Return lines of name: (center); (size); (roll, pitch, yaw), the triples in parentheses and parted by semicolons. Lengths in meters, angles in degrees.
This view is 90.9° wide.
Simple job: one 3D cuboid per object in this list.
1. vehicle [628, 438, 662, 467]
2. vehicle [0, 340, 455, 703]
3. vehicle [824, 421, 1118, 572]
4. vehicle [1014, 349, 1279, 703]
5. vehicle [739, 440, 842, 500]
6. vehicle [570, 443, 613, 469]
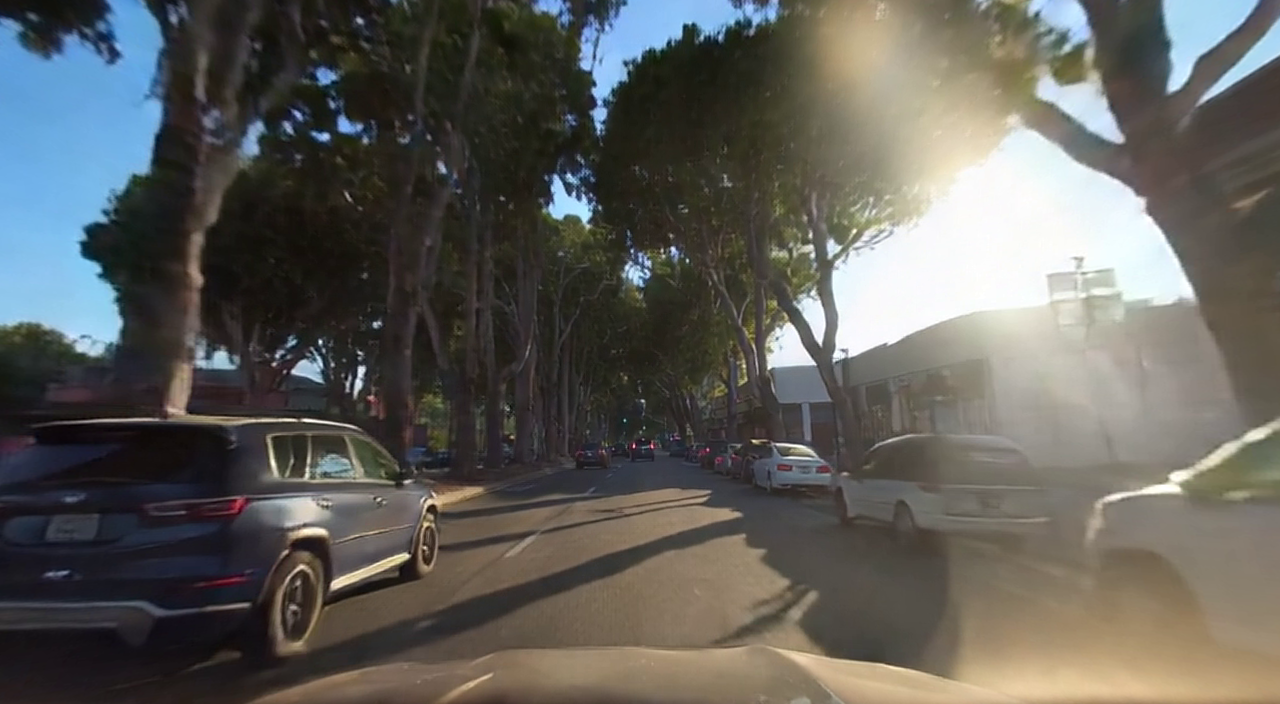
vehicle: (0.315, 6.528, 41.096); (2.075, 1.770, 4.018); (0, -8, 0)
vehicle: (-3.216, 1.144, 4.620); (2.186, 1.708, 4.746); (0, -8, 1)
vehicle: (4.325, 1.927, 9.186); (1.940, 1.669, 4.142); (0, -8, -1)
vehicle: (4.131, 0.850, 2.709); (2.068, 1.809, 4.889); (0, -8, 1)
vehicle: (4.236, 3.369, 18.471); (1.887, 1.517, 4.257); (0, -8, -1)
vehicle: (-2.845, 6.230, 38.040); (2.151, 1.484, 4.468); (0, -8, 1)
